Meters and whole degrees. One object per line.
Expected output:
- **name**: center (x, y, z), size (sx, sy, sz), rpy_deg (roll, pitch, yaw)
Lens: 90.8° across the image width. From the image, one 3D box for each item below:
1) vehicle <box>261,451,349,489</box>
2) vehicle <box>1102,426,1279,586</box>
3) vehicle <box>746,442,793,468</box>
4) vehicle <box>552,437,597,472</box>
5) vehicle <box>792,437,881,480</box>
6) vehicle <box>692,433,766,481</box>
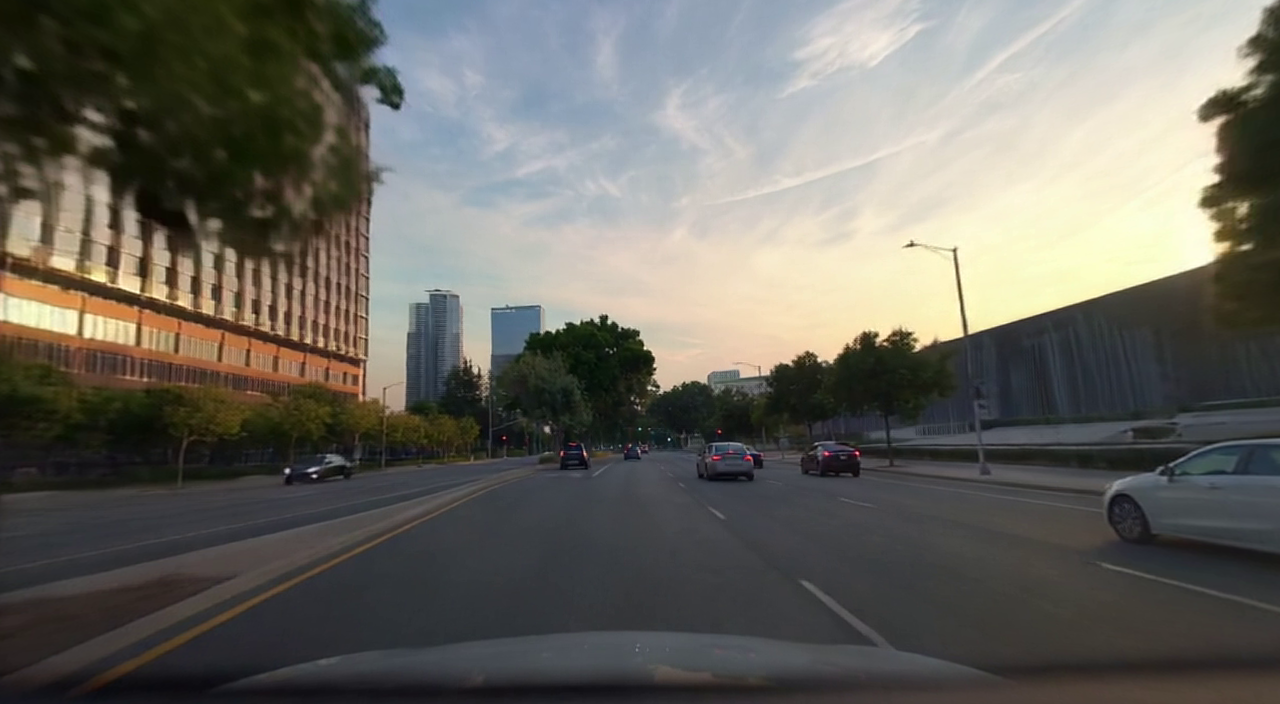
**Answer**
- **vehicle**: center (-16.688, 5.840, 31.745), size (1.954, 1.699, 4.542), rpy_deg (0, -8, 0)
- **vehicle**: center (6.755, 1.387, 5.688), size (1.830, 1.443, 4.351), rpy_deg (0, -8, -1)
- **vehicle**: center (7.749, 6.189, 38.144), size (1.884, 1.478, 4.164), rpy_deg (0, -8, -1)
- **vehicle**: center (-3.510, 5.603, 34.732), size (2.155, 1.797, 3.989), rpy_deg (0, -8, -2)
- **vehicle**: center (7.578, 4.162, 24.908), size (1.944, 1.503, 4.723), rpy_deg (0, -8, -1)
- **vehicle**: center (3.470, 4.219, 25.611), size (2.152, 1.742, 4.704), rpy_deg (0, -8, -2)
